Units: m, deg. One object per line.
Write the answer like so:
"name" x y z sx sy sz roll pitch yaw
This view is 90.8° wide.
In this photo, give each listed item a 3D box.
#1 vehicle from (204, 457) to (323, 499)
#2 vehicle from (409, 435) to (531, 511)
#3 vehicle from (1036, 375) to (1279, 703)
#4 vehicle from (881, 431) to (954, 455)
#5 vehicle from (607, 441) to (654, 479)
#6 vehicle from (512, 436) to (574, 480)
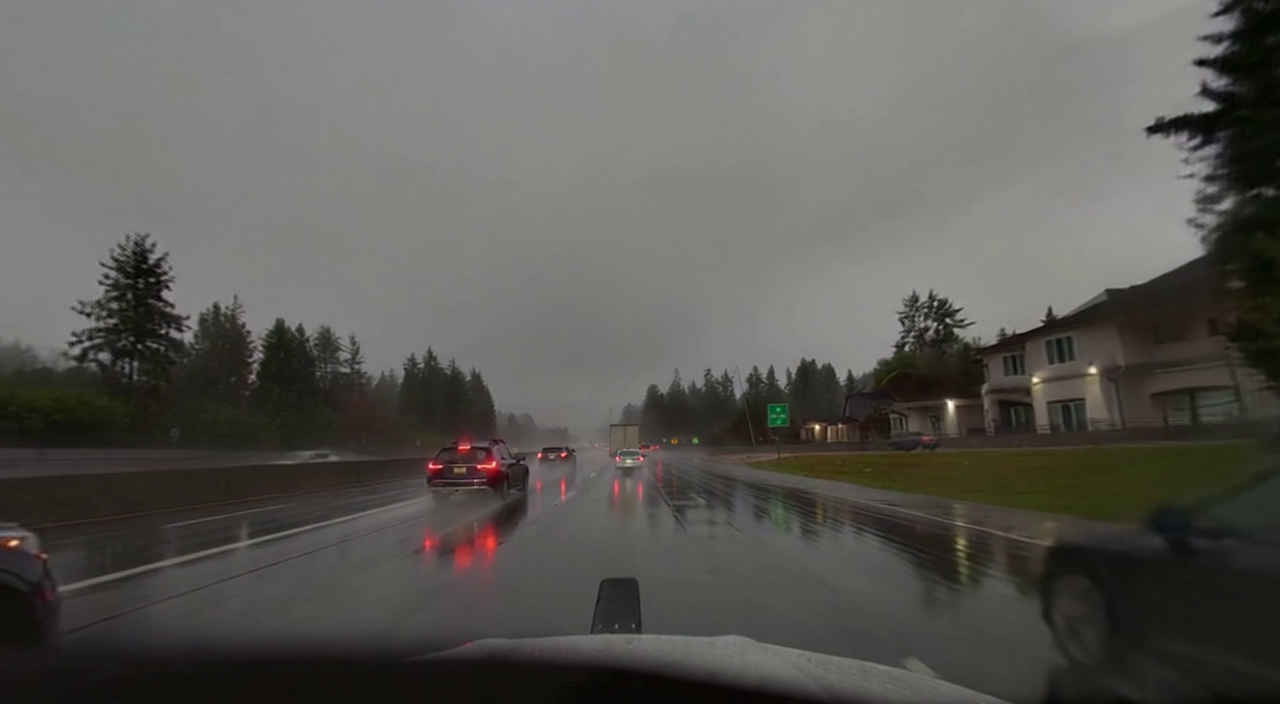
"vehicle" -15.067 5.035 25.651 1.961 1.461 4.643 0 -9 0
"vehicle" -4.146 3.012 16.162 1.988 1.668 4.021 0 -9 0
"vehicle" 3.526 0.765 1.748 2.027 1.554 4.252 0 -9 -1
"vehicle" 17.331 5.742 39.681 1.894 1.458 4.268 2 -9 -13
"vehicle" -0.453 5.115 30.122 2.063 1.703 4.203 0 -9 -1
"vehicle" -4.676 5.230 31.344 2.301 1.944 5.482 0 -9 -1
